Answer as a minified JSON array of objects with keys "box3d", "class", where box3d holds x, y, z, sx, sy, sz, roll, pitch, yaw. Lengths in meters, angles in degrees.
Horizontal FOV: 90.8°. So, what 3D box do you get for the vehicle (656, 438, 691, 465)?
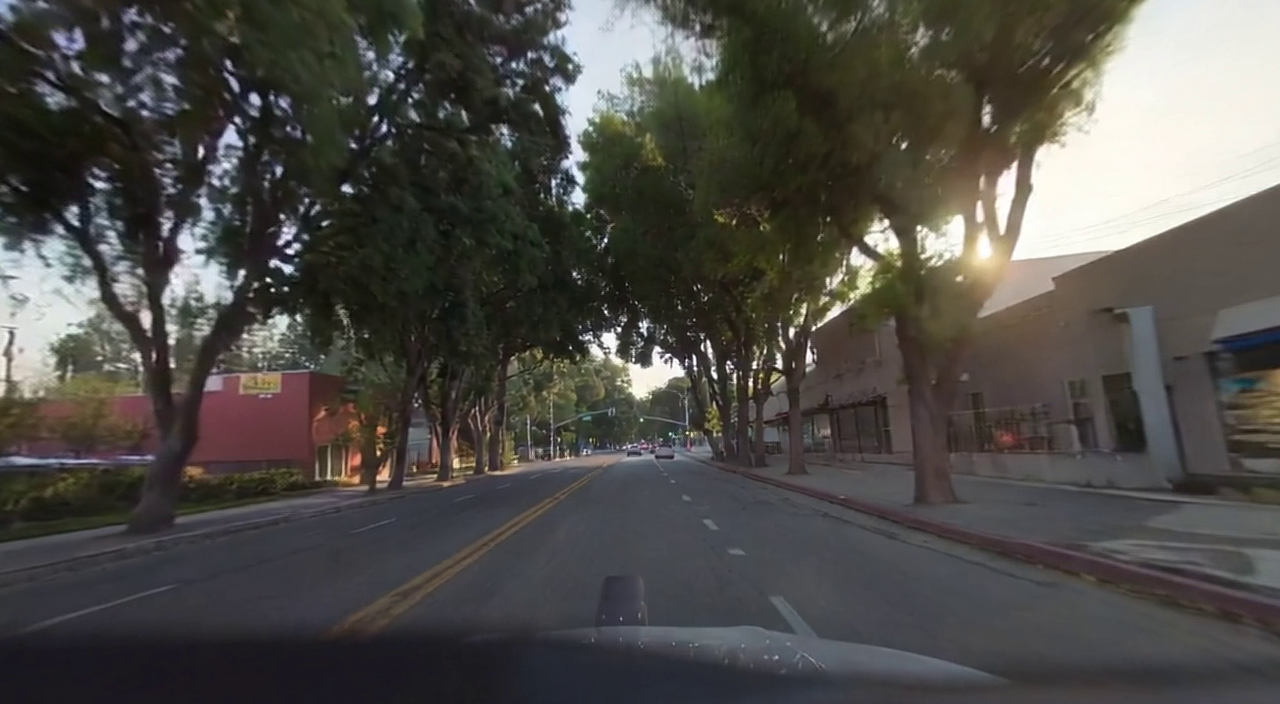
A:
[{"box3d":[2.567,7.851,49.907,2.268,1.954,5.213,0,-9,-2],"class":"vehicle"}]
